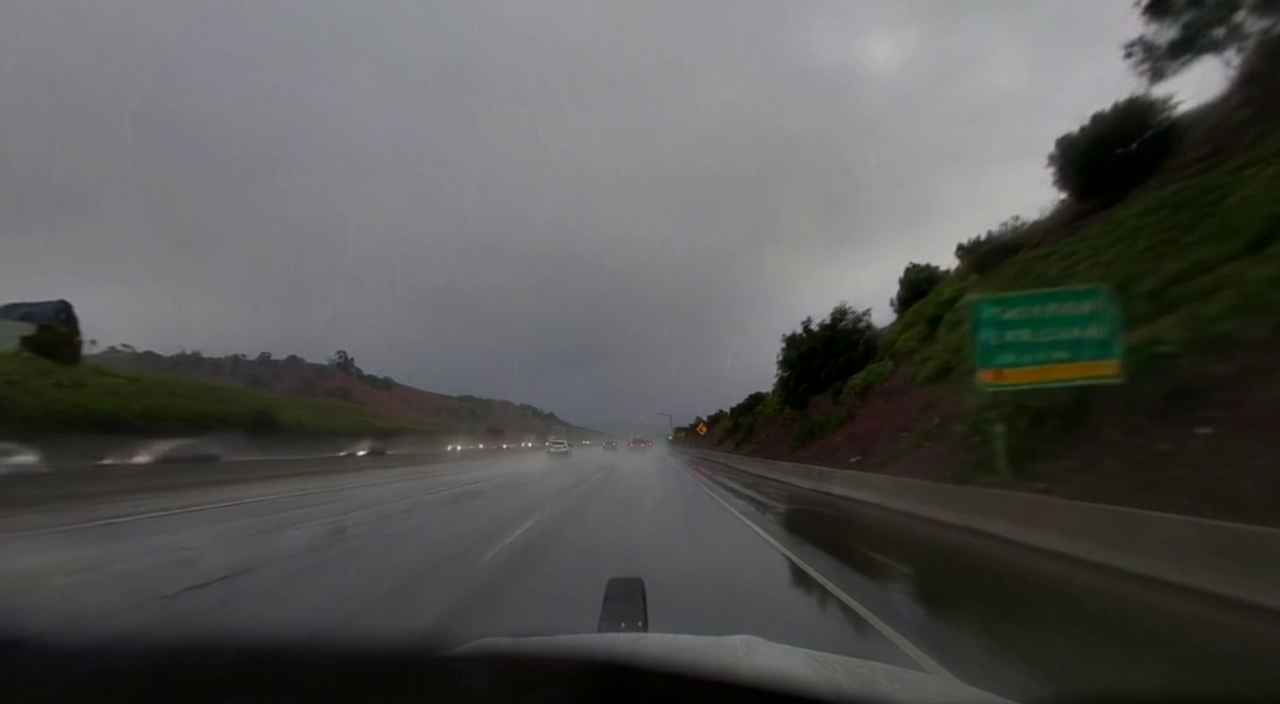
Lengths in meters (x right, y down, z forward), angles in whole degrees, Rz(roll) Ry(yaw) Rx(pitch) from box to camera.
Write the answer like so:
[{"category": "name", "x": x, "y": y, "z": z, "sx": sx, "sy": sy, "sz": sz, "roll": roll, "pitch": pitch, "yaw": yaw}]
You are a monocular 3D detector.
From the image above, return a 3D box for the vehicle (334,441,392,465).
[{"category": "vehicle", "x": -17.773, "y": 6.511, "z": 40.528, "sx": 1.830, "sy": 1.417, "sz": 4.091, "roll": 0, "pitch": -9, "yaw": 1}]

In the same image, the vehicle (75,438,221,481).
[{"category": "vehicle", "x": -18.561, "y": 4.069, "z": 24.006, "sx": 1.950, "sy": 1.471, "sz": 4.378, "roll": 0, "pitch": -8, "yaw": 2}]
